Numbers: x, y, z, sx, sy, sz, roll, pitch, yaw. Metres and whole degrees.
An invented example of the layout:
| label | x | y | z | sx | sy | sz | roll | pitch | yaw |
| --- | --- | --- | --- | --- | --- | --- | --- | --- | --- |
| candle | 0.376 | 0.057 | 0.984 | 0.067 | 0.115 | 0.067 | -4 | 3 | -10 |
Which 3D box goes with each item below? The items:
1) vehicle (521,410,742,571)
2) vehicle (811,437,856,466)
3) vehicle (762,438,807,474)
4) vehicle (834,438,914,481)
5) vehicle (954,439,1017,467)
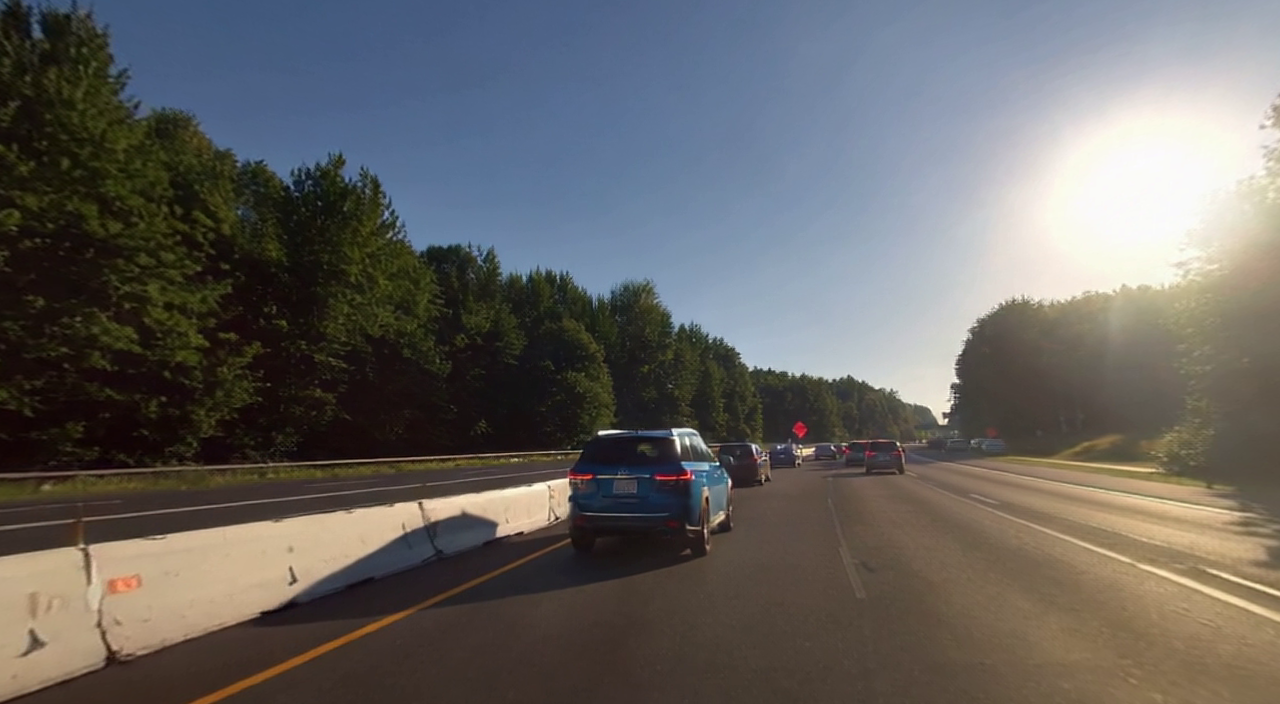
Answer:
| label | x | y | z | sx | sy | sz | roll | pitch | yaw |
| --- | --- | --- | --- | --- | --- | --- | --- | --- | --- |
| vehicle | 0.182 | 1.740 | 8.741 | 2.021 | 1.635 | 4.085 | -2 | -8 | 14 |
| vehicle | 11.317 | 5.825 | 37.097 | 1.857 | 1.584 | 3.976 | -1 | -8 | 7 |
| vehicle | 6.339 | 4.545 | 27.685 | 1.755 | 1.457 | 3.686 | -2 | -8 | 13 |
| vehicle | 8.594 | 3.953 | 23.501 | 1.962 | 1.442 | 4.536 | -1 | -8 | 10 |
| vehicle | 19.757 | 5.741 | 36.157 | 1.990 | 1.478 | 4.475 | -2 | -8 | 14 |
